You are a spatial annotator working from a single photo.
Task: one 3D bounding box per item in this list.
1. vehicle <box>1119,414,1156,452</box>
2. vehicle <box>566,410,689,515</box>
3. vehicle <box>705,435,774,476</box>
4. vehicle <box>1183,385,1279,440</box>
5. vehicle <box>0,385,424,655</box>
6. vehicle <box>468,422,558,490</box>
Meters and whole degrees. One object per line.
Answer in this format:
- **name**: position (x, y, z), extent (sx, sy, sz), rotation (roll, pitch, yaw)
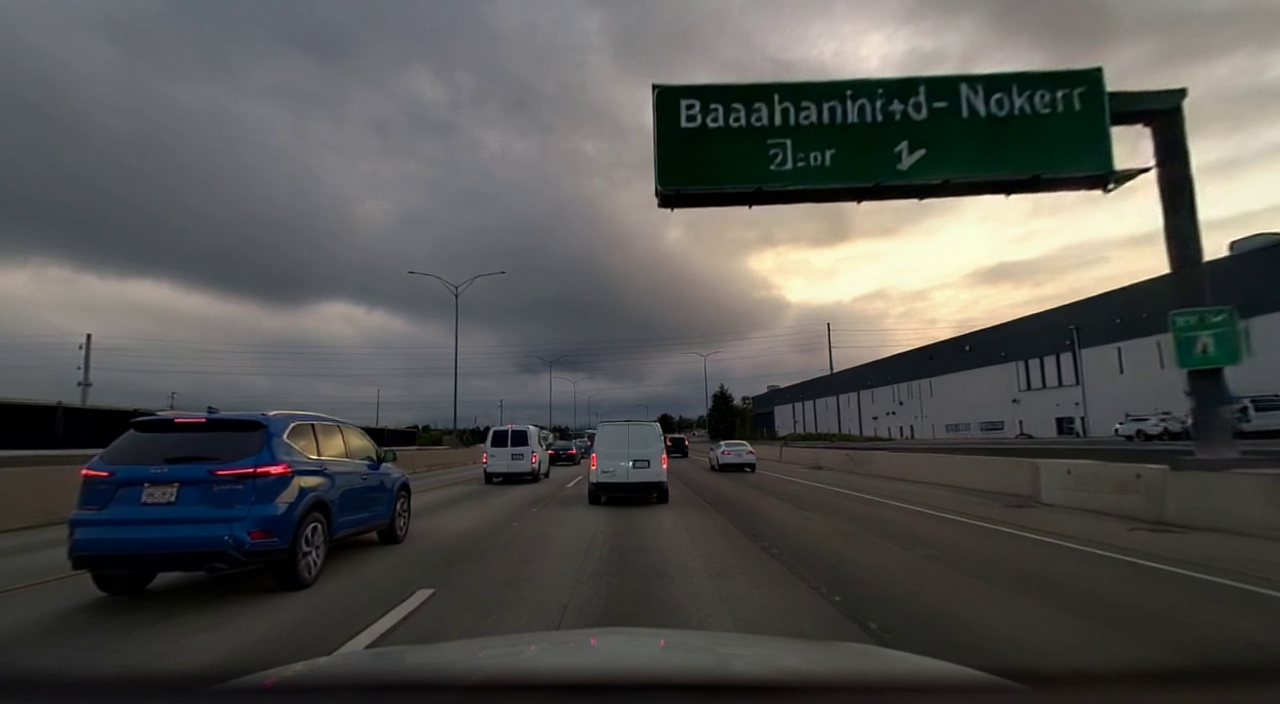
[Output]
- **vehicle**: position (30.778, 5.023, 38.994), extent (1.480, 2.238, 1.864), rotation (-6, -10, 34)
- **vehicle**: position (-0.292, 2.370, 14.004), extent (2.304, 1.925, 4.282), rotation (0, -8, -1)
- **vehicle**: position (3.928, 4.159, 25.489), extent (1.999, 1.494, 3.833), rotation (0, -8, -2)
- **vehicle**: position (36.275, 3.759, 37.939), extent (2.528, 3.094, 4.804), rotation (-1, -8, 1)
- **vehicle**: position (-3.866, 1.376, 6.252), extent (1.972, 1.703, 4.333), rotation (0, -8, -1)
- **vehicle**: position (-3.959, 3.306, 20.396), extent (2.038, 1.936, 4.300), rotation (0, -8, -1)
